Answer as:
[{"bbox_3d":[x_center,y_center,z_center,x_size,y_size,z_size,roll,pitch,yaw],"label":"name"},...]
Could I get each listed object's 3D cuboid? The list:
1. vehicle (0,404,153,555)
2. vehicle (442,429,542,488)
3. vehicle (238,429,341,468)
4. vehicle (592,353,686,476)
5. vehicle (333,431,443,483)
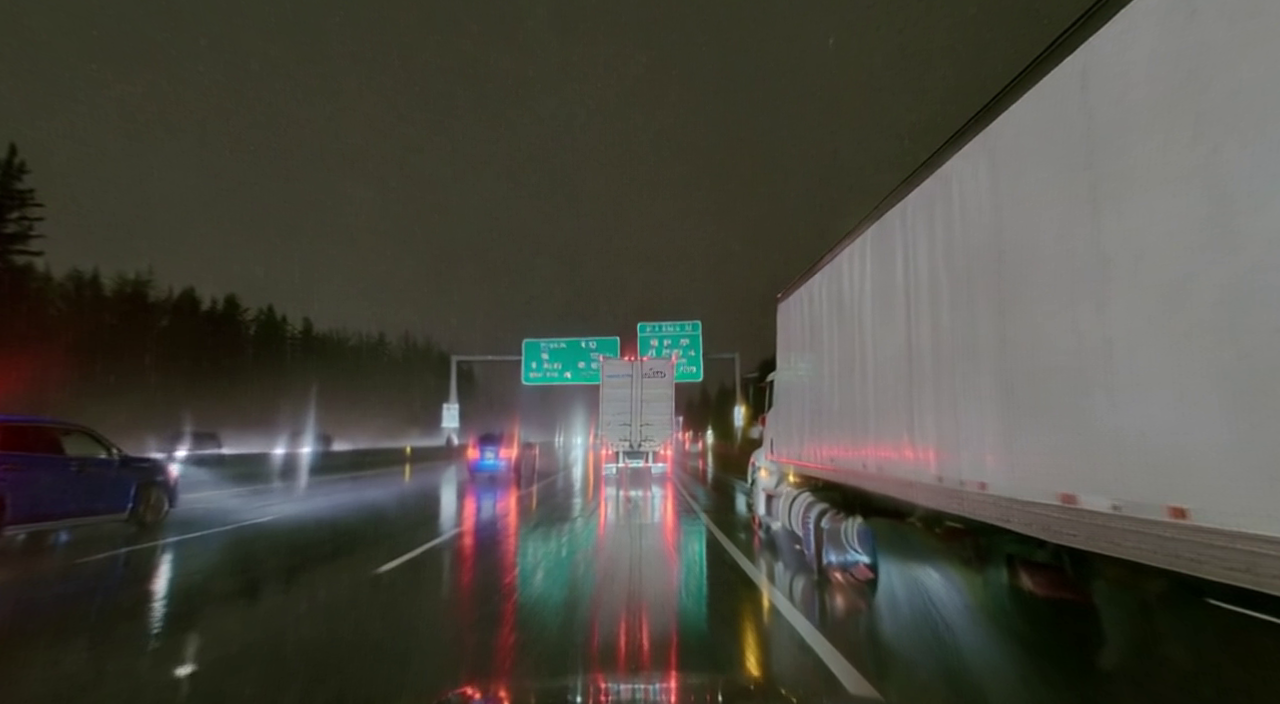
[{"bbox_3d":[-8.081,1.426,7.038,1.990,1.654,4.129,0,-8,-1],"label":"vehicle"},{"bbox_3d":[-4.097,2.993,18.113,1.933,1.492,3.838,0,-8,0],"label":"vehicle"},{"bbox_3d":[-16.236,4.501,29.490,1.985,1.617,4.870,-2,-8,1],"label":"vehicle"},{"bbox_3d":[-0.176,2.789,26.404,3.118,4.106,10.719,0,-8,-2],"label":"vehicle"},{"bbox_3d":[-8.084,3.375,20.611,1.943,1.500,4.011,0,-8,-1],"label":"vehicle"}]
